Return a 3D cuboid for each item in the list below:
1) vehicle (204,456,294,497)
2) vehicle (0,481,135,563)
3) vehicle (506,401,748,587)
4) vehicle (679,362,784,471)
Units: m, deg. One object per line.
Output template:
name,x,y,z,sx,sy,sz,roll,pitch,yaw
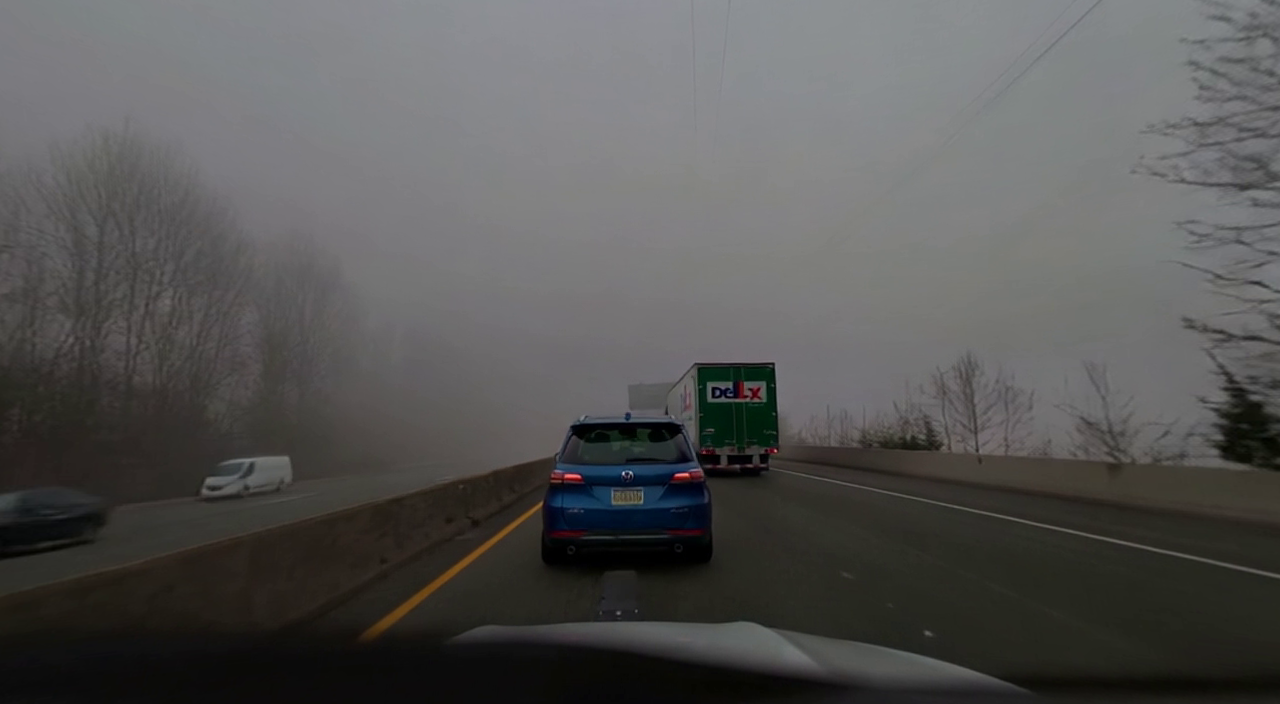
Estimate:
vehicle,-21.264,6.744,34.456,2.081,1.900,4.823,0,-8,-4
vehicle,-15.261,4.193,15.903,1.770,1.521,4.077,1,-8,-4
vehicle,-0.150,1.481,7.412,2.062,1.581,3.914,0,-8,-1
vehicle,3.559,2.899,26.977,2.835,3.872,8.916,0,-8,-2
